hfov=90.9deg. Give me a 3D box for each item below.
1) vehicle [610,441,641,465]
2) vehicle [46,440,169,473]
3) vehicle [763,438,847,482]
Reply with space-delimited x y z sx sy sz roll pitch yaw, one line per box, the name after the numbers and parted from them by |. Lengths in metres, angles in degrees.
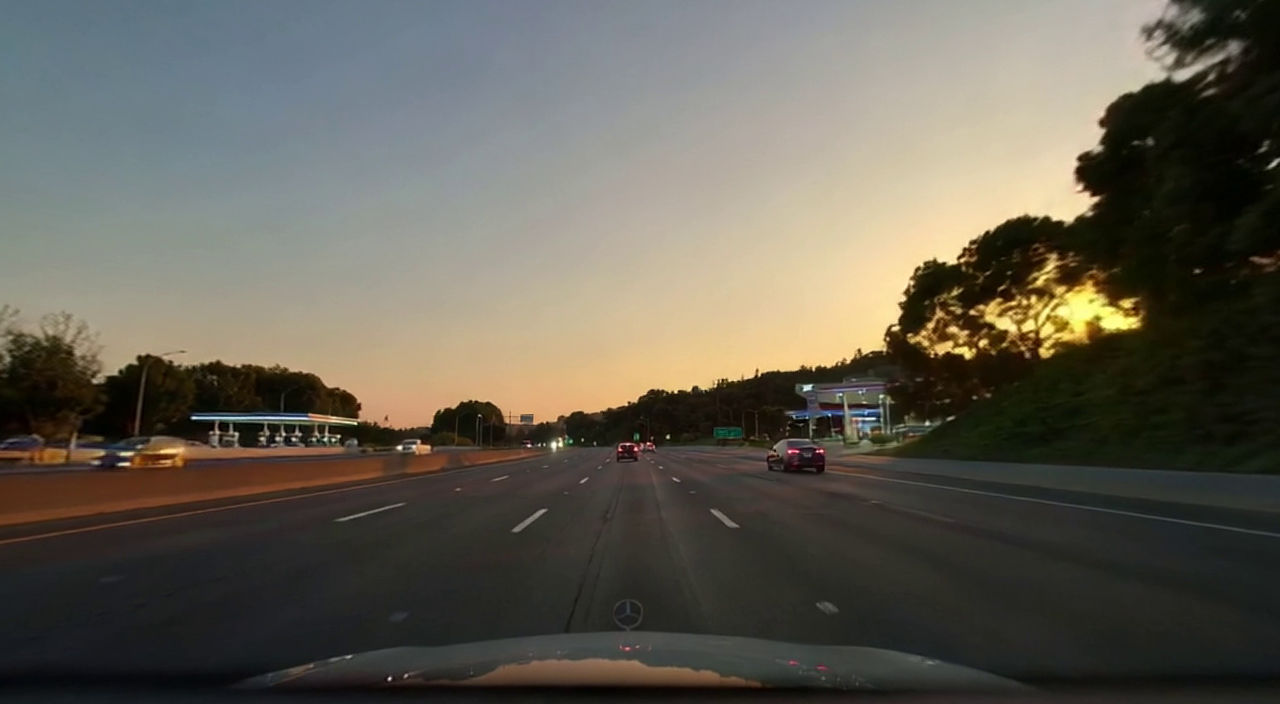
-1.014 6.794 42.593 1.999 1.473 4.351 0 -8 -2 | vehicle
-26.317 5.155 31.445 1.913 1.521 4.912 0 -8 -1 | vehicle
5.886 3.888 23.041 1.867 1.463 4.295 0 -8 -1 | vehicle
